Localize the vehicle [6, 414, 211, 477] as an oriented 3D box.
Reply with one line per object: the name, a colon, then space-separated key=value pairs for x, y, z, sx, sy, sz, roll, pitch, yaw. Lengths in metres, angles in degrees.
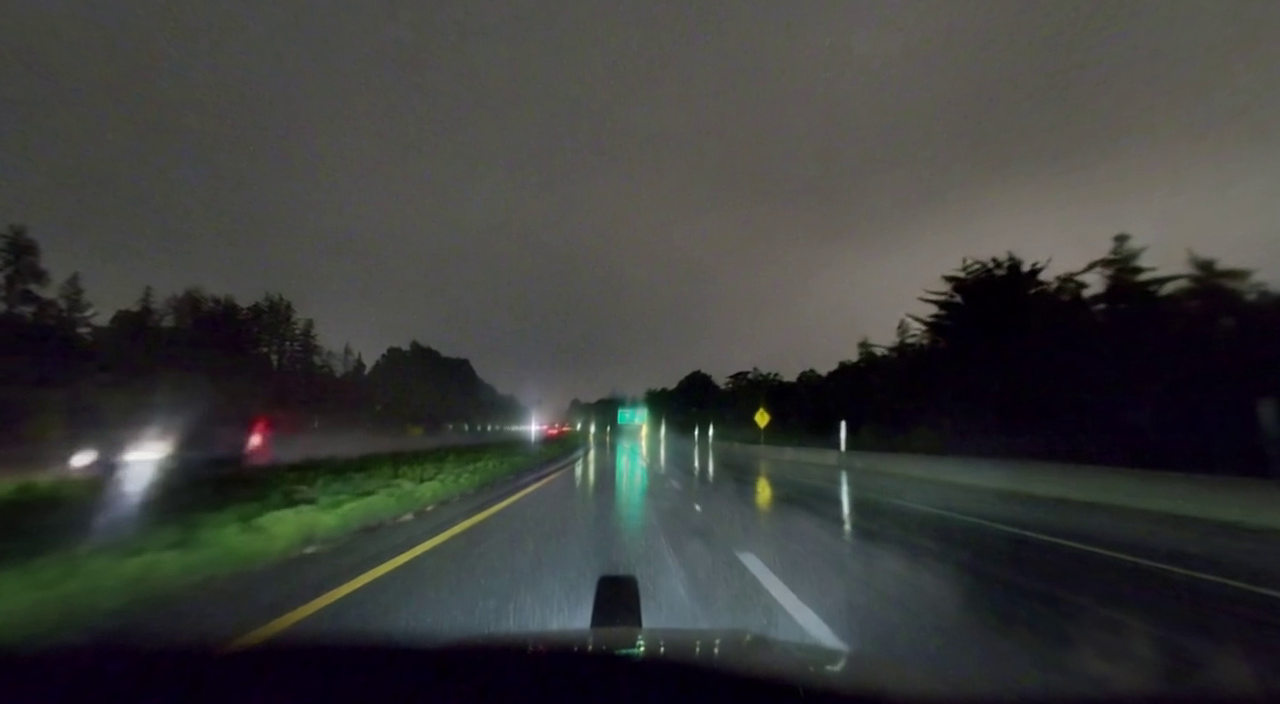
vehicle: x=-14.078 y=2.507 z=17.140 sx=1.817 sy=1.489 sz=4.370 roll=0 pitch=-8 yaw=-1
